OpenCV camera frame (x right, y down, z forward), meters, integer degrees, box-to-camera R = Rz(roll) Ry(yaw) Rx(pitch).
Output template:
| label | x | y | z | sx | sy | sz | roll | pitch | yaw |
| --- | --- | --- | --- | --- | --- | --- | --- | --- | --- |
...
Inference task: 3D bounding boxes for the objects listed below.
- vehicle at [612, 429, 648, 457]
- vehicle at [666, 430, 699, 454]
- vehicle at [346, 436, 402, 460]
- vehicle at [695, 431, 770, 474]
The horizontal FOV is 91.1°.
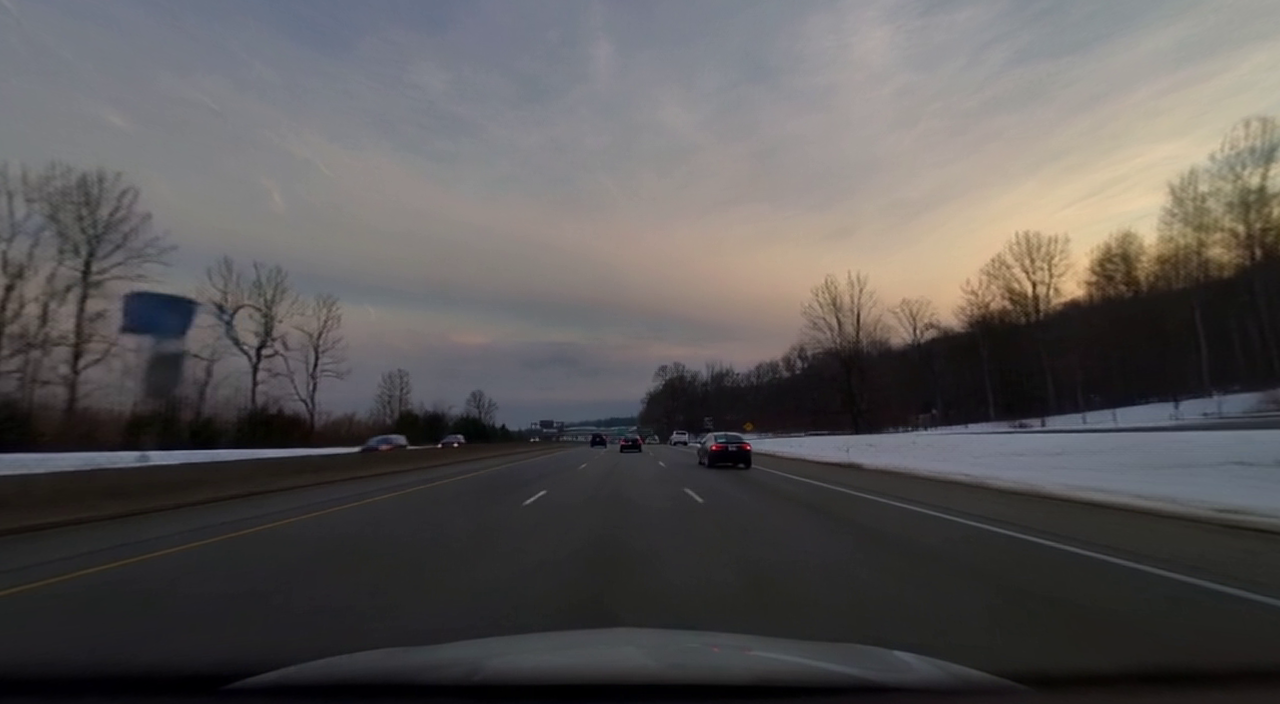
| label | x | y | z | sx | sy | sz | roll | pitch | yaw |
| --- | --- | --- | --- | --- | --- | --- | --- | --- | --- |
| vehicle | -0.666 | 5.870 | 40.631 | 2.182 | 1.680 | 4.253 | 0 | -8 | -1 |
| vehicle | 3.160 | 6.829 | 47.791 | 2.098 | 1.677 | 4.275 | 0 | -8 | -1 |
| vehicle | -17.185 | 6.217 | 40.884 | 1.842 | 1.494 | 4.232 | 0 | -8 | -1 |
| vehicle | 3.423 | 3.798 | 24.237 | 2.056 | 1.479 | 4.660 | 0 | -8 | -2 |
